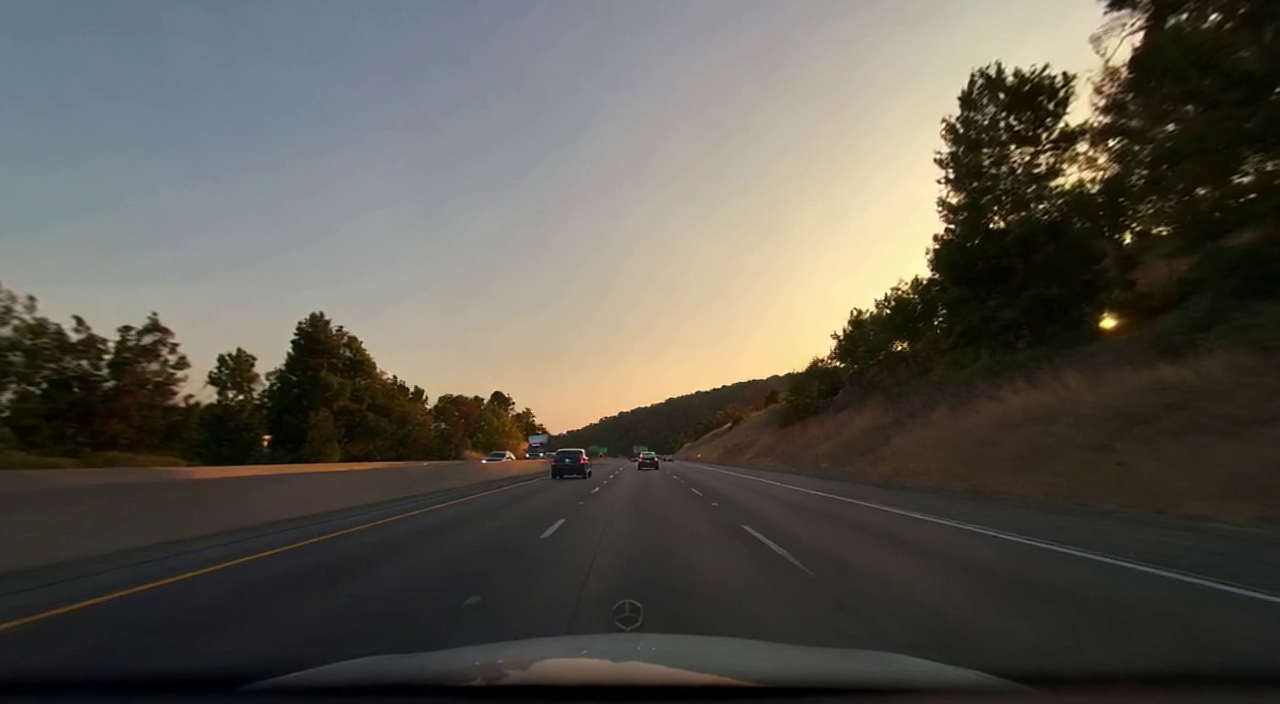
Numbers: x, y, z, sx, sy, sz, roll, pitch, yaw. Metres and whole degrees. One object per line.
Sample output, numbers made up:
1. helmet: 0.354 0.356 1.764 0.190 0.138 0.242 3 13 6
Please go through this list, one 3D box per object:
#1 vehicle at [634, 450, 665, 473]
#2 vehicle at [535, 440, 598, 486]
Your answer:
1. vehicle: 0.654 7.661 44.288 2.036 1.519 4.225 0 -9 0
2. vehicle: -3.042 4.731 27.122 2.143 1.770 4.283 0 -9 1
